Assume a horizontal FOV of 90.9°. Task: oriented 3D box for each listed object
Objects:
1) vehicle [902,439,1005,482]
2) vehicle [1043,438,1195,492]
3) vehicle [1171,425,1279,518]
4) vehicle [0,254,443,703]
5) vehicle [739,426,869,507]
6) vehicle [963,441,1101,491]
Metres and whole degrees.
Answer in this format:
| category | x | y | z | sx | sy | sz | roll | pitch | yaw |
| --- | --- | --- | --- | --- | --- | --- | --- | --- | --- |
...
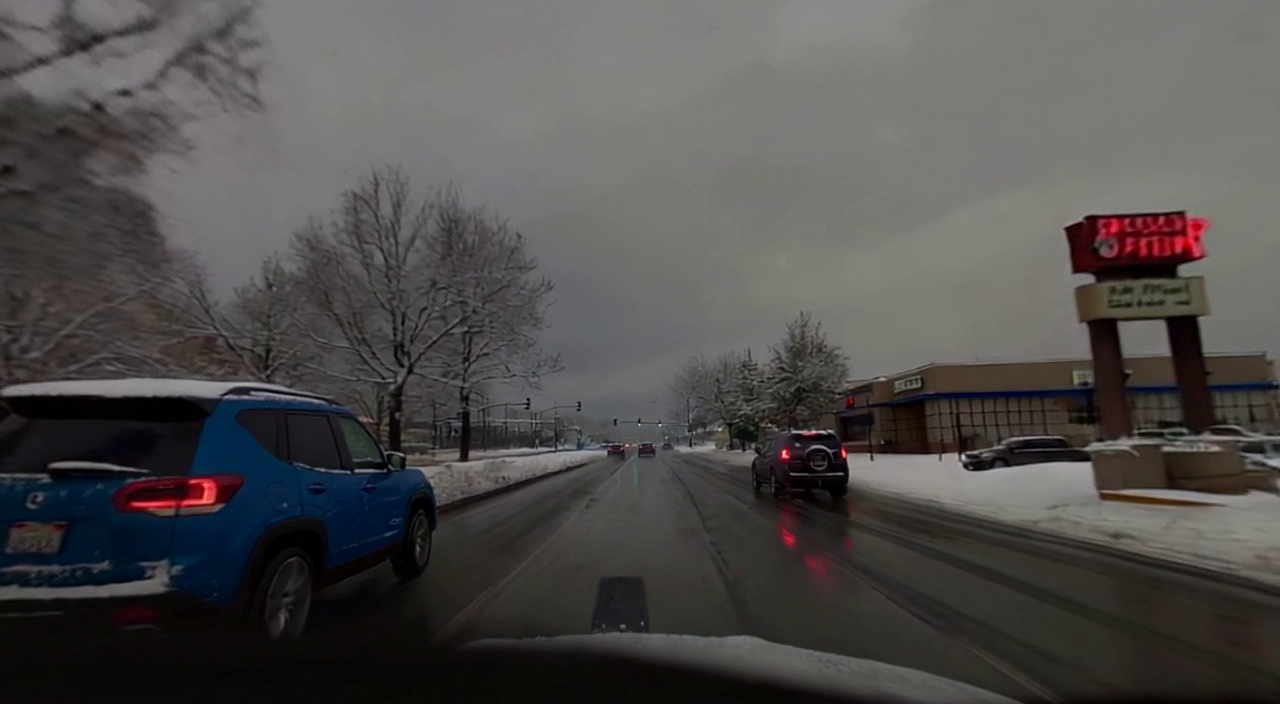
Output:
| category | x | y | z | sx | sy | sz | roll | pitch | yaw |
| --- | --- | --- | --- | --- | --- | --- | --- | --- | --- |
| vehicle | 13.549 | 4.695 | 27.635 | 1.880 | 1.671 | 5.180 | 0 | -8 | 0 |
| vehicle | 16.339 | 3.832 | 21.818 | 1.896 | 1.661 | 4.166 | 0 | -8 | -1 |
| vehicle | 12.161 | 2.101 | 11.038 | 1.781 | 1.615 | 4.095 | 1 | -9 | -8 |
| vehicle | -3.269 | 0.970 | 4.409 | 2.210 | 1.925 | 4.838 | 0 | -8 | 0 |
| vehicle | 3.962 | 2.846 | 16.097 | 2.024 | 1.773 | 4.431 | 0 | -8 | -1 |
| vehicle | 13.539 | 3.929 | 22.193 | 1.845 | 1.497 | 4.709 | -2 | -8 | 1 |
